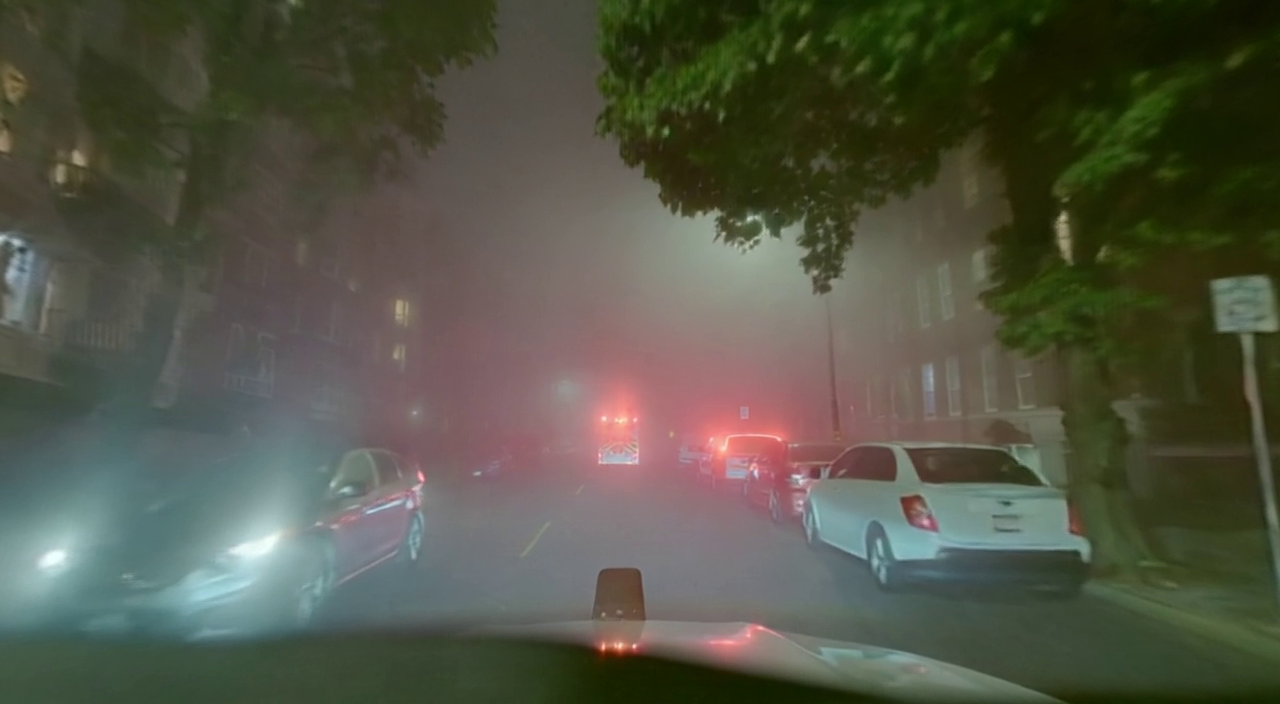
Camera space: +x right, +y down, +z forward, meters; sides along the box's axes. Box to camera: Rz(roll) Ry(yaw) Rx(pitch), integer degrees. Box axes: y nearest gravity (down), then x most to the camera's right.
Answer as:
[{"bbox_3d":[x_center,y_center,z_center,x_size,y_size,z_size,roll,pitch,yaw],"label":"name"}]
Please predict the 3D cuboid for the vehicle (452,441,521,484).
[{"bbox_3d":[-6.386,4.602,26.773,1.967,1.492,4.781,-4,-8,-4],"label":"vehicle"}]

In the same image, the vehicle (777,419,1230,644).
[{"bbox_3d":[3.073,1.603,6.713,2.035,1.549,4.373,2,-8,-3],"label":"vehicle"}]

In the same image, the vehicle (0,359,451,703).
[{"bbox_3d":[-3.224,1.272,5.405,2.029,1.802,4.229,-2,-8,-2],"label":"vehicle"}]

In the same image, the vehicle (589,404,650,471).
[{"bbox_3d":[-1.079,4.463,32.680,2.754,3.008,7.730,0,-8,-2],"label":"vehicle"}]
